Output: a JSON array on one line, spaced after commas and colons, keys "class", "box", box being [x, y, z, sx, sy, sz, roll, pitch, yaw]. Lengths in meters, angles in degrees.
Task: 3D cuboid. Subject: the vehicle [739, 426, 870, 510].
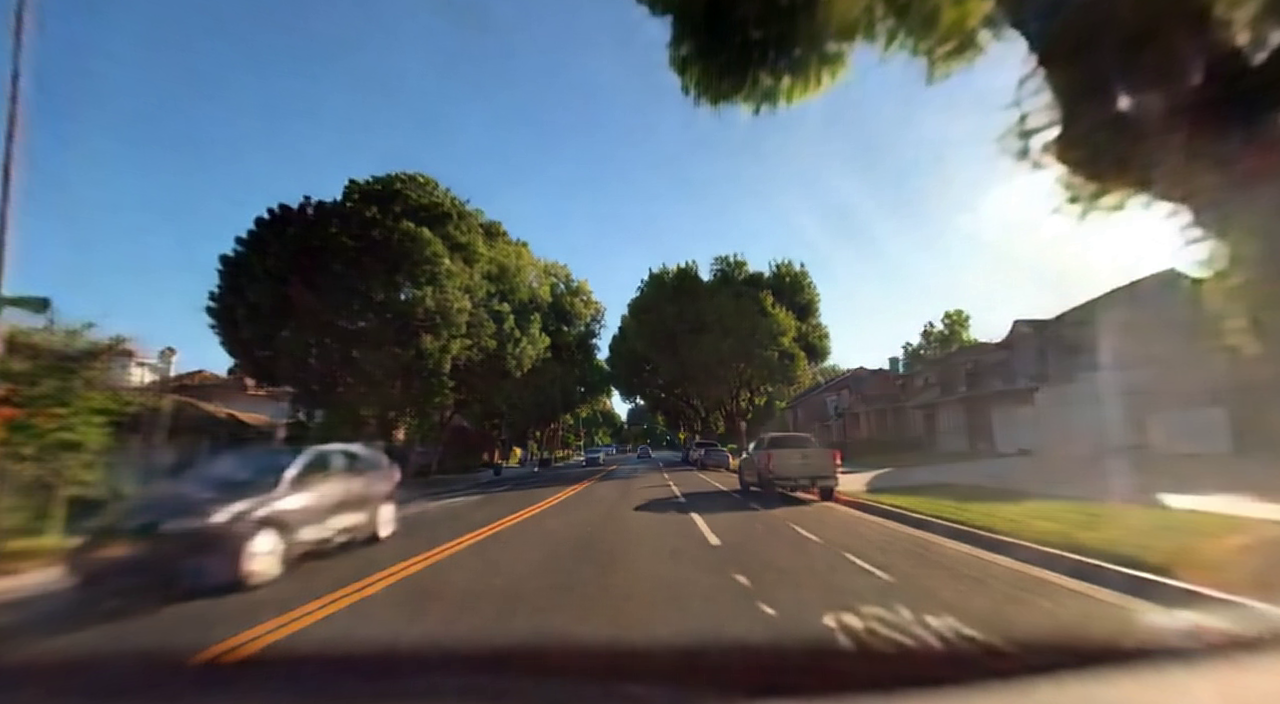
[{"class": "vehicle", "box": [3.867, 2.815, 15.856, 2.087, 1.725, 4.986, -1, -8, 2]}]

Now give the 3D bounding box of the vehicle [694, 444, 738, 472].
[{"class": "vehicle", "box": [4.137, 5.827, 34.929, 1.874, 1.415, 4.683, 0, -8, 0]}]

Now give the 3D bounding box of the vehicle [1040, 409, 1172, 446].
[{"class": "vehicle", "box": [22.133, 3.616, 30.109, 4.799, 1.678, 2.002, 0, -9, -5]}]

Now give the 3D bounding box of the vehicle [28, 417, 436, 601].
[{"class": "vehicle", "box": [-4.903, 1.942, 8.937, 2.091, 1.793, 5.296, -1, -8, 2]}]
